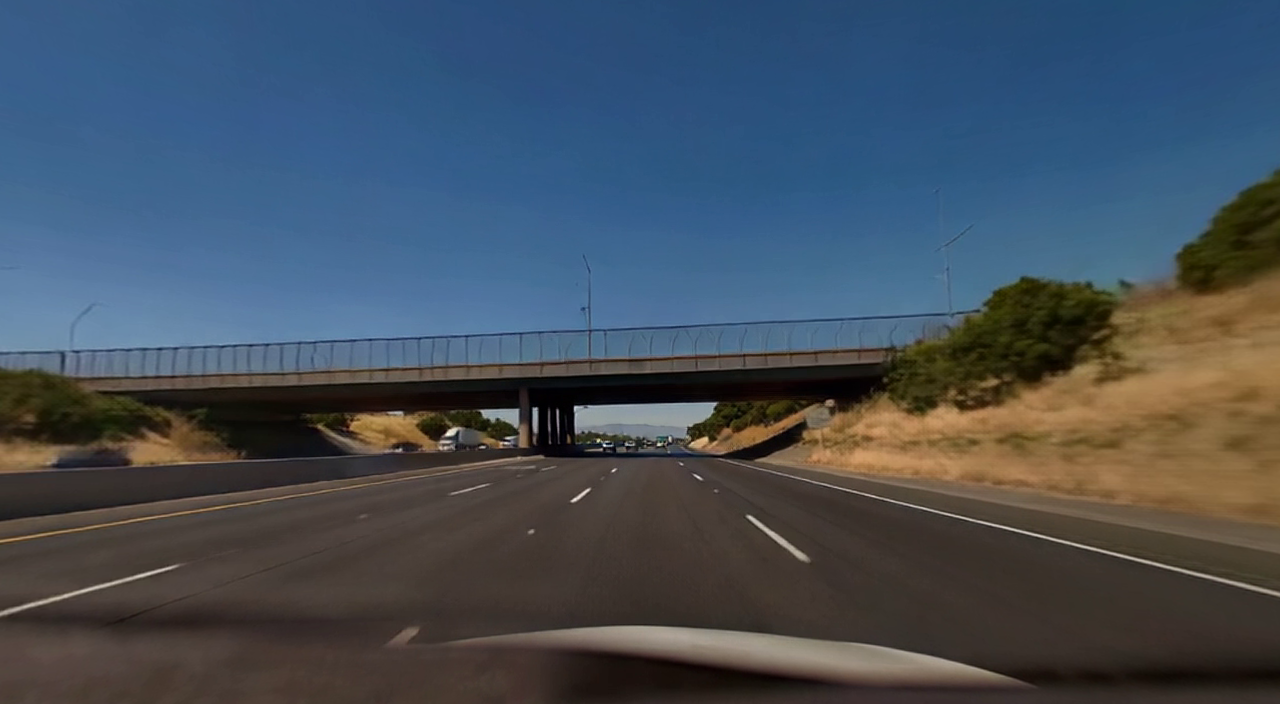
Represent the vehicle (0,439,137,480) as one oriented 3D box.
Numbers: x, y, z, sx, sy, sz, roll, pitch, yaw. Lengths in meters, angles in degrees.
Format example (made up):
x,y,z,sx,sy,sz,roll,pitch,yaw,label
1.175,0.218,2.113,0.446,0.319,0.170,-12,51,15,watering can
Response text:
x,y,z,sx,sy,sz,roll,pitch,yaw,label
-28.811,5.353,31.676,2.099,1.830,5.661,-1,-9,4,vehicle
